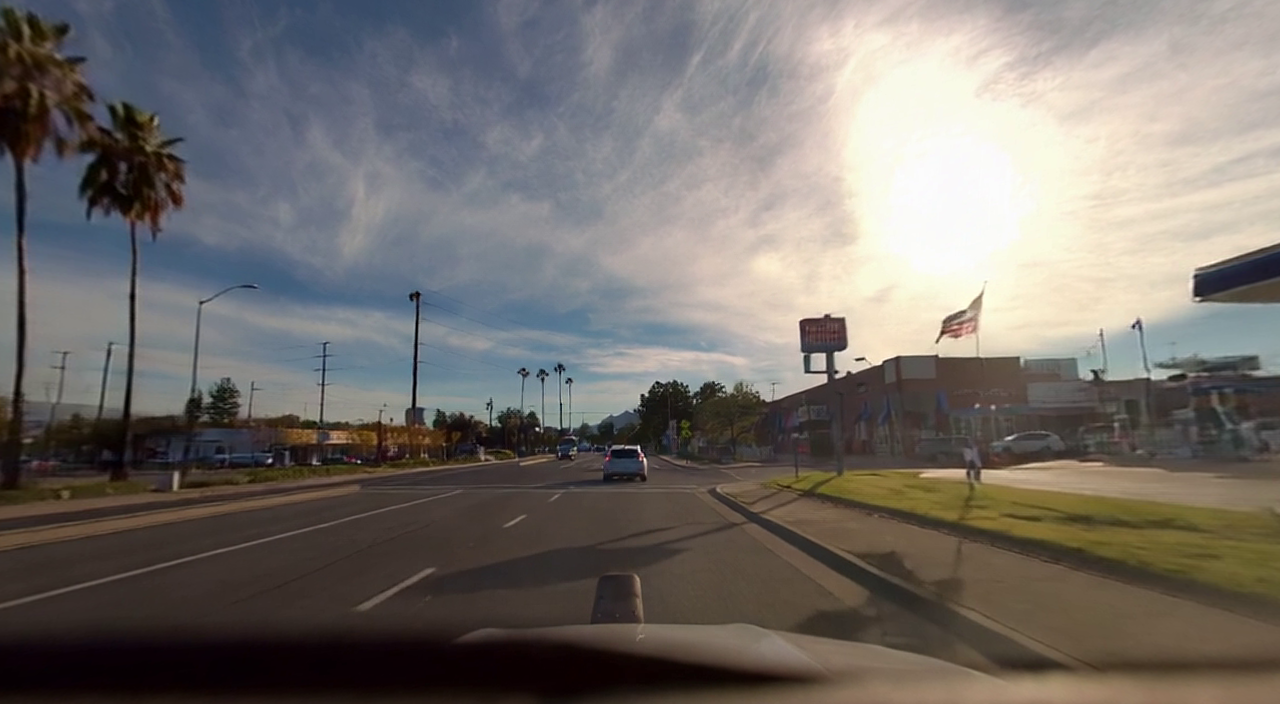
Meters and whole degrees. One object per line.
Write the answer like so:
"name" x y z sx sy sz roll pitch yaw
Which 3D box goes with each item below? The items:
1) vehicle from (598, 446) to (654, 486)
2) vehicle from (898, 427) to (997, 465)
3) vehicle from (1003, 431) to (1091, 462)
"vehicle" -0.545 4.535 25.403 2.076 1.486 4.119 0 -9 -1
"vehicle" 18.536 5.700 38.244 4.747 2.178 2.336 1 -9 -2
"vehicle" 24.674 5.774 38.417 4.025 1.827 1.852 1 -9 -2
